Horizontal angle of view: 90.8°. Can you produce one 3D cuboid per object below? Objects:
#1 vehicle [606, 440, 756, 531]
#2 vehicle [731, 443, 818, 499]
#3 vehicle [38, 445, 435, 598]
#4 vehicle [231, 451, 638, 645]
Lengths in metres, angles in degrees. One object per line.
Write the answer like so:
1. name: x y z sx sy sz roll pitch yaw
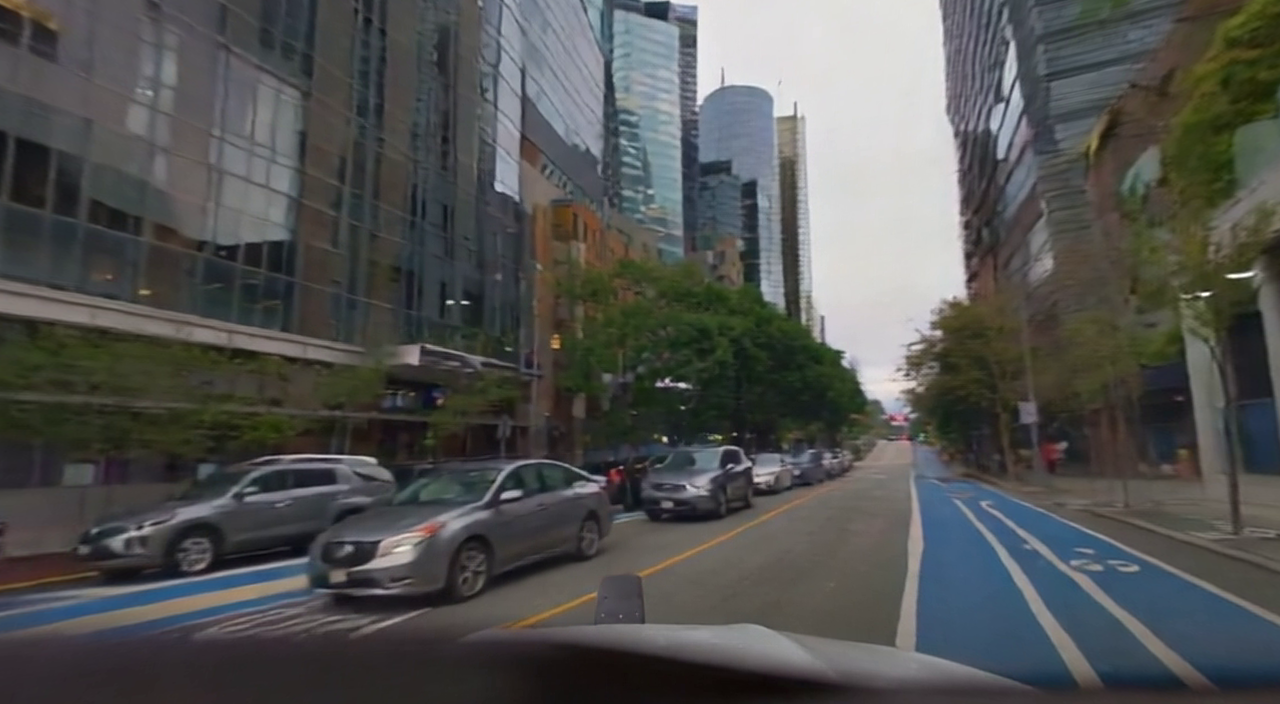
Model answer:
1. vehicle: 1.175 3.116 15.275 2.173 1.814 4.573 -5 -10 22
2. vehicle: 5.127 4.367 23.619 2.225 1.848 4.472 -4 -10 24
3. vehicle: -6.972 2.996 12.149 2.348 2.086 6.107 -9 -12 21
4. vehicle: -1.934 2.030 7.861 2.017 1.558 4.888 -4 -10 23
